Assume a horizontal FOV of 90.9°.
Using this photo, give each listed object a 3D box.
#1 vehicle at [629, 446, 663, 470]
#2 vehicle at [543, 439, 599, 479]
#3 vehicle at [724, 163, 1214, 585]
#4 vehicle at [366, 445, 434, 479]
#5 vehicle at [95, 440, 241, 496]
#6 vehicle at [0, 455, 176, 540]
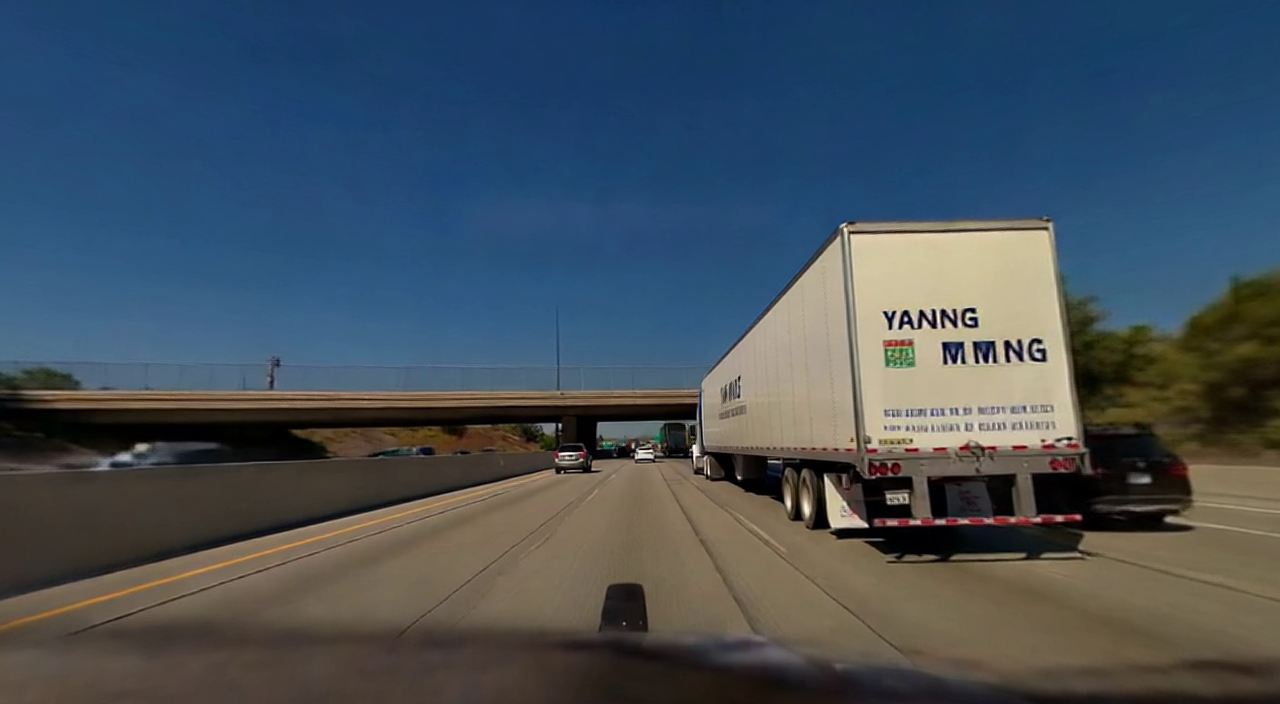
[{"bbox_3d":[0.364,6.792,40.673,2.063,1.469,4.208,0,-9,0],"label":"vehicle"},{"bbox_3d":[-3.145,5.011,29.754,2.058,1.711,4.226,0,-9,1],"label":"vehicle"},{"bbox_3d":[3.876,1.056,12.288,2.821,4.077,12.562,0,-9,0],"label":"vehicle"},{"bbox_3d":[-12.729,5.817,33.720,1.957,1.672,4.174,0,-9,1],"label":"vehicle"},{"bbox_3d":[-23.527,5.778,31.930,2.531,2.538,6.239,0,-9,0],"label":"vehicle"},{"bbox_3d":[-12.641,2.950,13.256,2.044,1.481,4.822,0,-9,1],"label":"vehicle"}]
